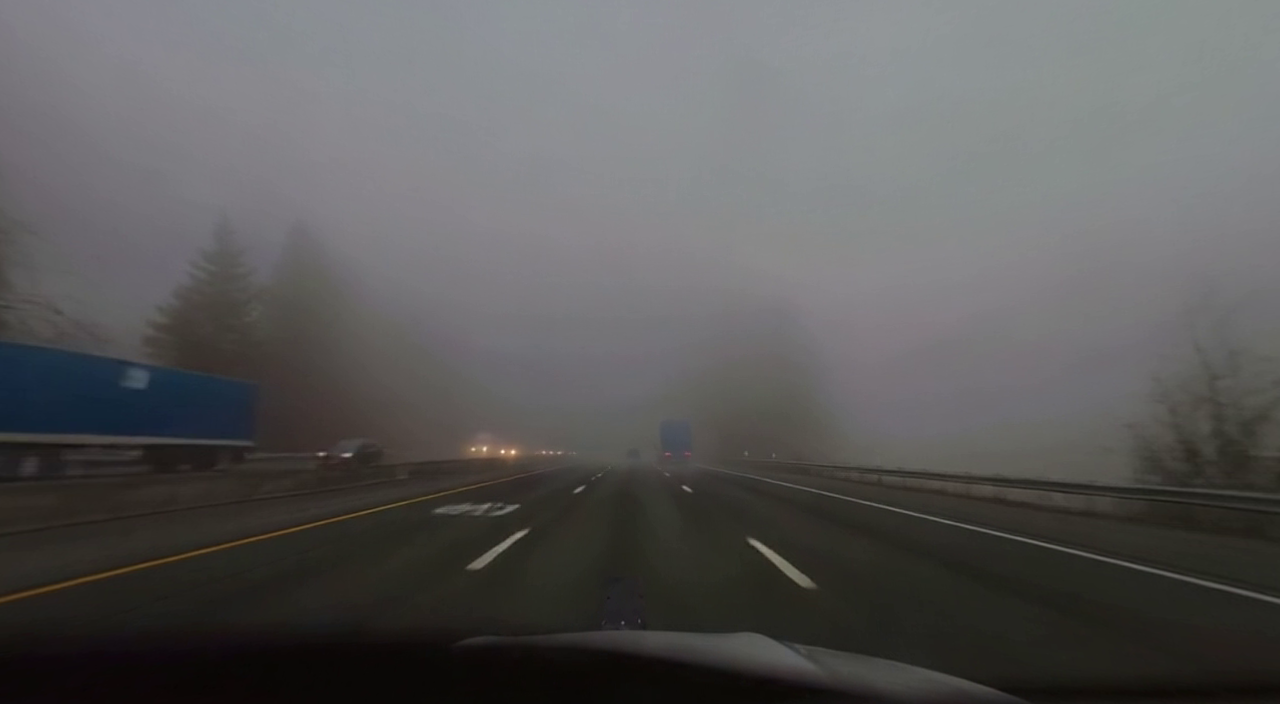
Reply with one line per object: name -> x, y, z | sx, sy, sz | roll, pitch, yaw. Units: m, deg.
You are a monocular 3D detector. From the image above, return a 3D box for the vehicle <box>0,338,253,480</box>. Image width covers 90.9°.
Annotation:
vehicle -> -19.994, 2.409, 23.031 | 2.891, 4.057, 14.014 | 0, -9, 0

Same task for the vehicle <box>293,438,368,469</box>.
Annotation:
vehicle -> -15.777, 5.206, 32.315 | 1.836, 1.465, 4.012 | 0, -9, -1
